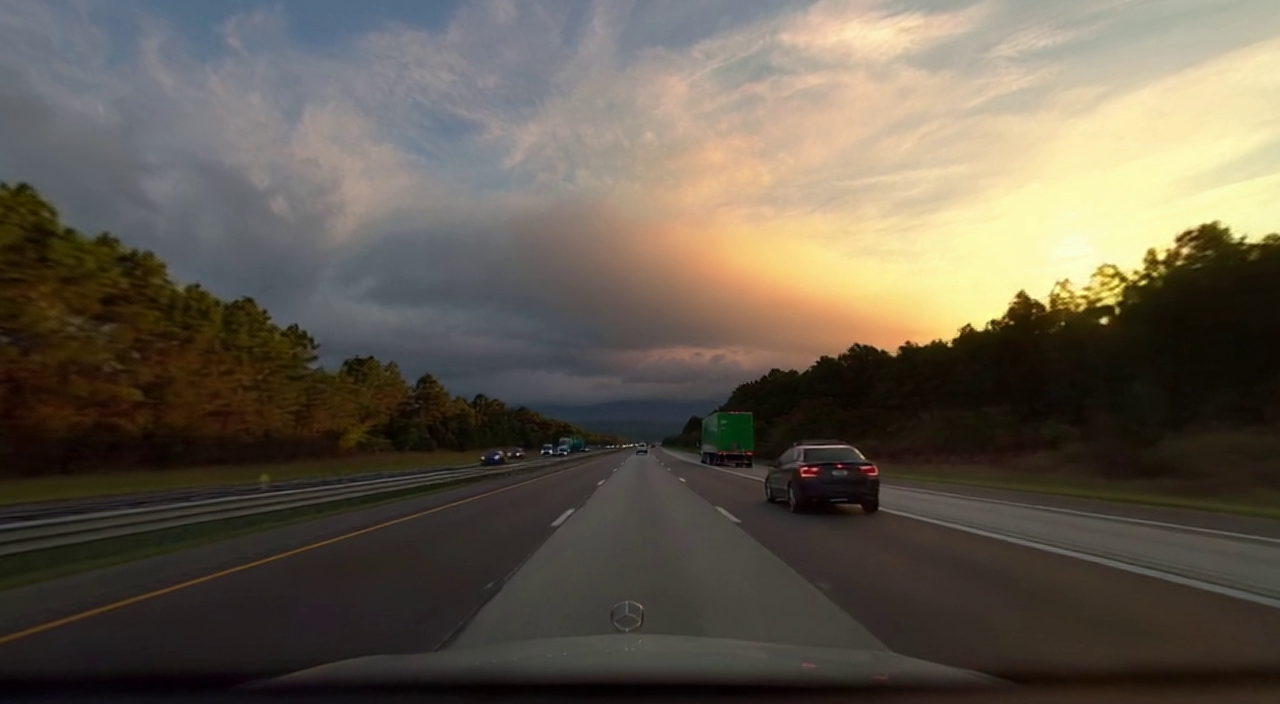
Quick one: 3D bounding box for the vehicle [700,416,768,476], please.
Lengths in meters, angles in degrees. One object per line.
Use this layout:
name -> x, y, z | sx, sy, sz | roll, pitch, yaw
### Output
vehicle -> 4.337, 4.515, 30.140 | 2.300, 2.564, 5.643 | 0, -9, -1

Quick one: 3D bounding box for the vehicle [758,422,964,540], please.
vehicle -> 3.435, 2.091, 10.756 | 2.019, 1.601, 3.953 | 0, -9, 0
